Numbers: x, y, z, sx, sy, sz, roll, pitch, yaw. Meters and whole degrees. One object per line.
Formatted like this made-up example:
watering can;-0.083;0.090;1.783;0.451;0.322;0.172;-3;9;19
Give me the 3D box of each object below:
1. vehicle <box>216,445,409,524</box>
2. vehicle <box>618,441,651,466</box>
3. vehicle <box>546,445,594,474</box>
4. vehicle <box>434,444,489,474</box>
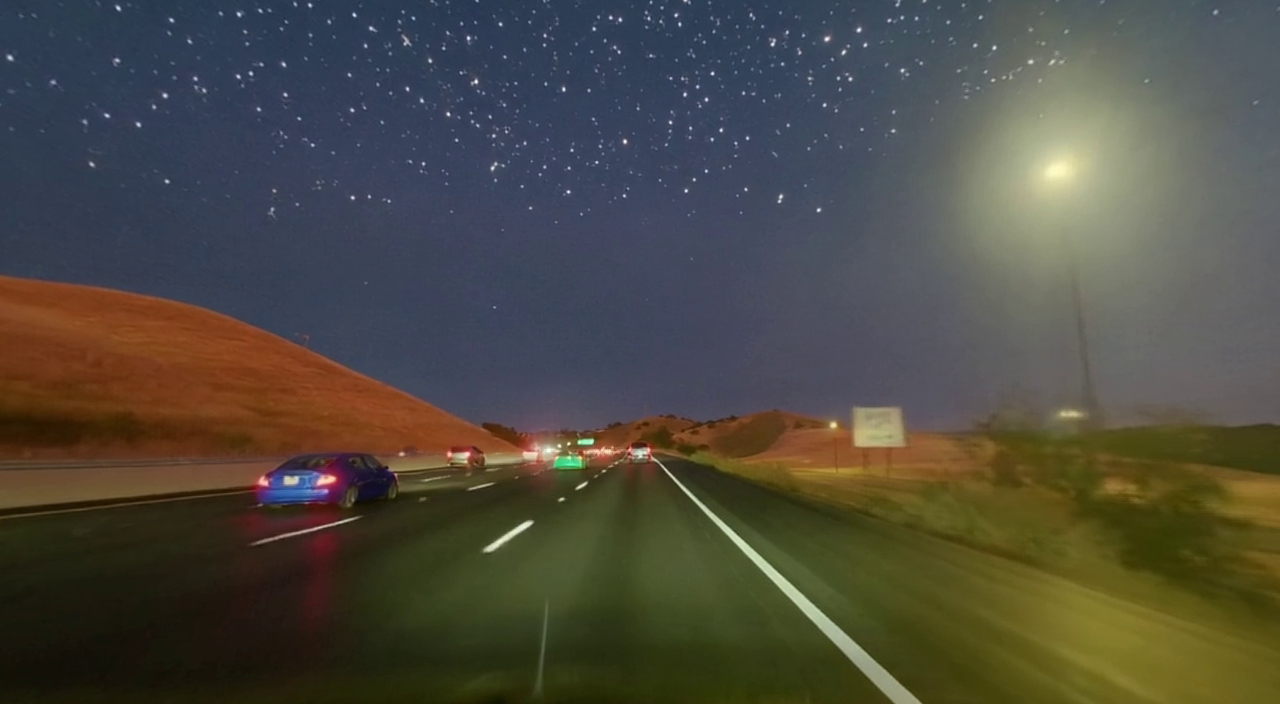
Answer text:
vehicle;-6.955;2.813;14.040;1.991;1.441;4.265;0;-8;0
vehicle;-0.378;7.148;44.537;2.225;1.674;4.044;0;-8;-1
vehicle;-3.860;5.987;35.413;2.144;1.505;4.649;0;-8;0
vehicle;-11.124;6.662;39.625;2.025;1.750;4.505;0;-8;1
